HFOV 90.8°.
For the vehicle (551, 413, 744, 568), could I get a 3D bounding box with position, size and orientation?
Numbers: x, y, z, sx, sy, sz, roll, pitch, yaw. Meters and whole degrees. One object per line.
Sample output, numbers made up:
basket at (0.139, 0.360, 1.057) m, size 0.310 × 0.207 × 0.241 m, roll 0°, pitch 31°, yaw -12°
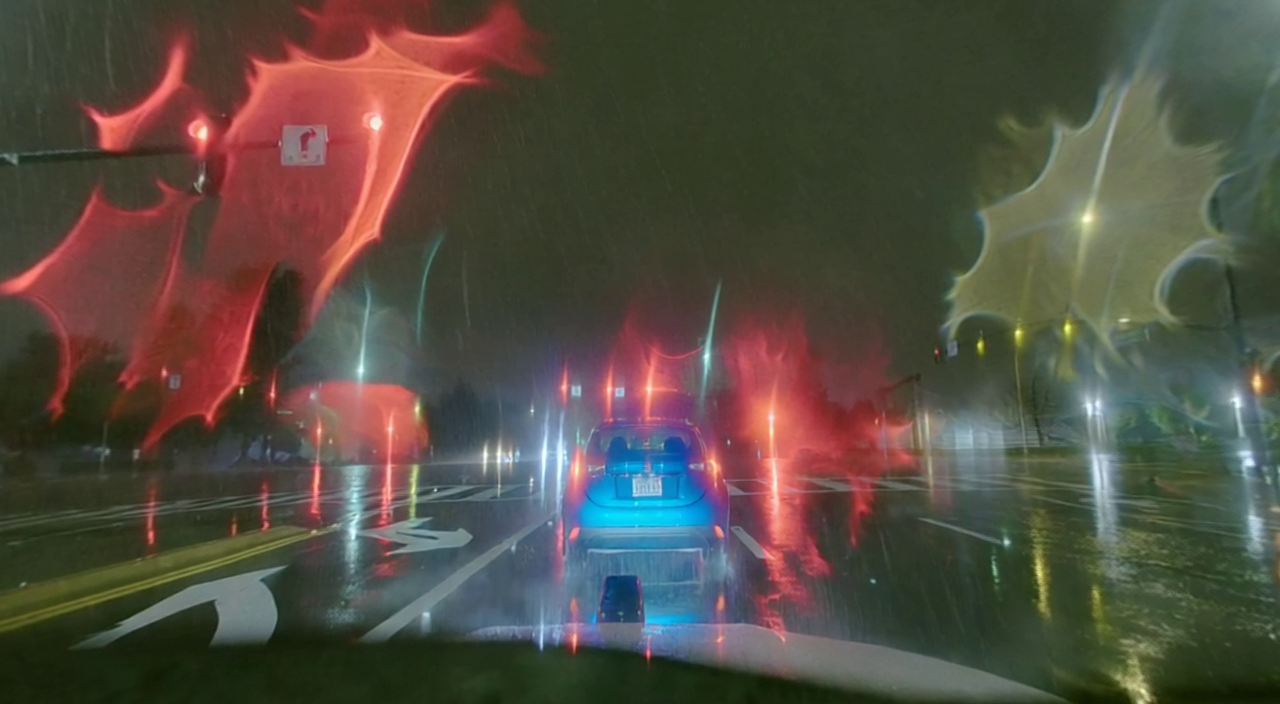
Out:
vehicle at (0.044, 1.755, 8.712) m, size 2.027 × 1.626 × 3.942 m, roll 0°, pitch -8°, yaw -1°
